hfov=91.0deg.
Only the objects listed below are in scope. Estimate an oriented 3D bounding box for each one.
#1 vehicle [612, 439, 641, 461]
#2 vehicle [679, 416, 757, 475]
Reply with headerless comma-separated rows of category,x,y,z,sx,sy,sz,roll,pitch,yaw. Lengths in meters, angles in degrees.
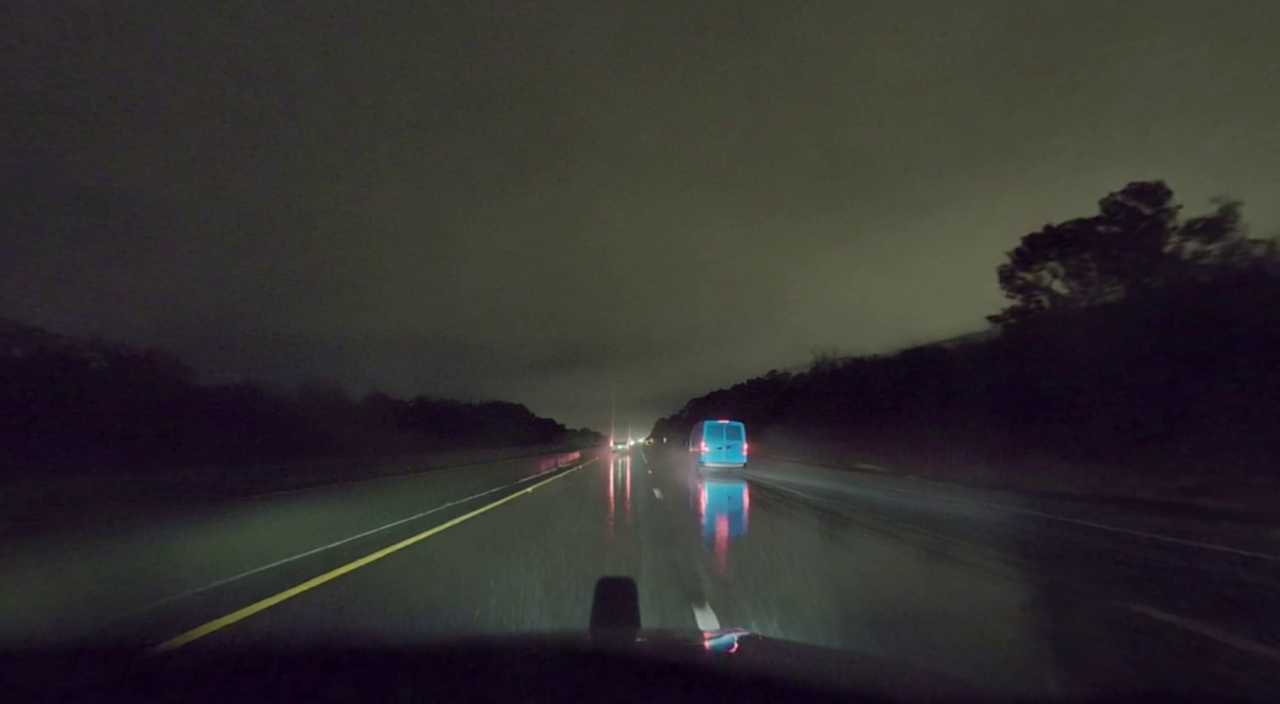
vehicle,-0.934,6.937,44.858,2.005,1.466,3.739,-1,-8,0
vehicle,2.879,3.605,24.485,2.269,2.048,4.679,0,-8,-2
